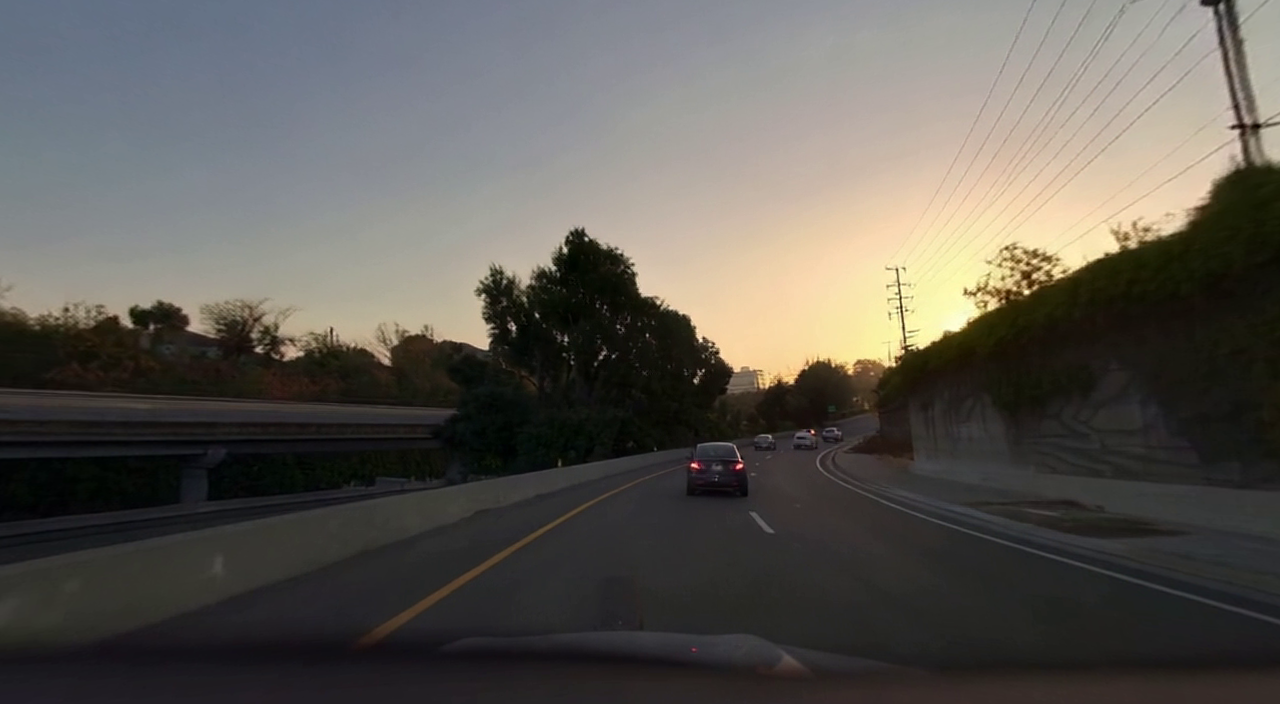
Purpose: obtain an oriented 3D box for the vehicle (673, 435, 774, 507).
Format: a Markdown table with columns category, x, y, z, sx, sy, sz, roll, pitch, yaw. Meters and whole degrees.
| category | x | y | z | sx | sy | sz | roll | pitch | yaw |
| --- | --- | --- | --- | --- | --- | --- | --- | --- | --- |
| vehicle | 2.017 | 2.841 | 15.509 | 2.091 | 1.482 | 4.321 | -1 | -9 | 7 |
